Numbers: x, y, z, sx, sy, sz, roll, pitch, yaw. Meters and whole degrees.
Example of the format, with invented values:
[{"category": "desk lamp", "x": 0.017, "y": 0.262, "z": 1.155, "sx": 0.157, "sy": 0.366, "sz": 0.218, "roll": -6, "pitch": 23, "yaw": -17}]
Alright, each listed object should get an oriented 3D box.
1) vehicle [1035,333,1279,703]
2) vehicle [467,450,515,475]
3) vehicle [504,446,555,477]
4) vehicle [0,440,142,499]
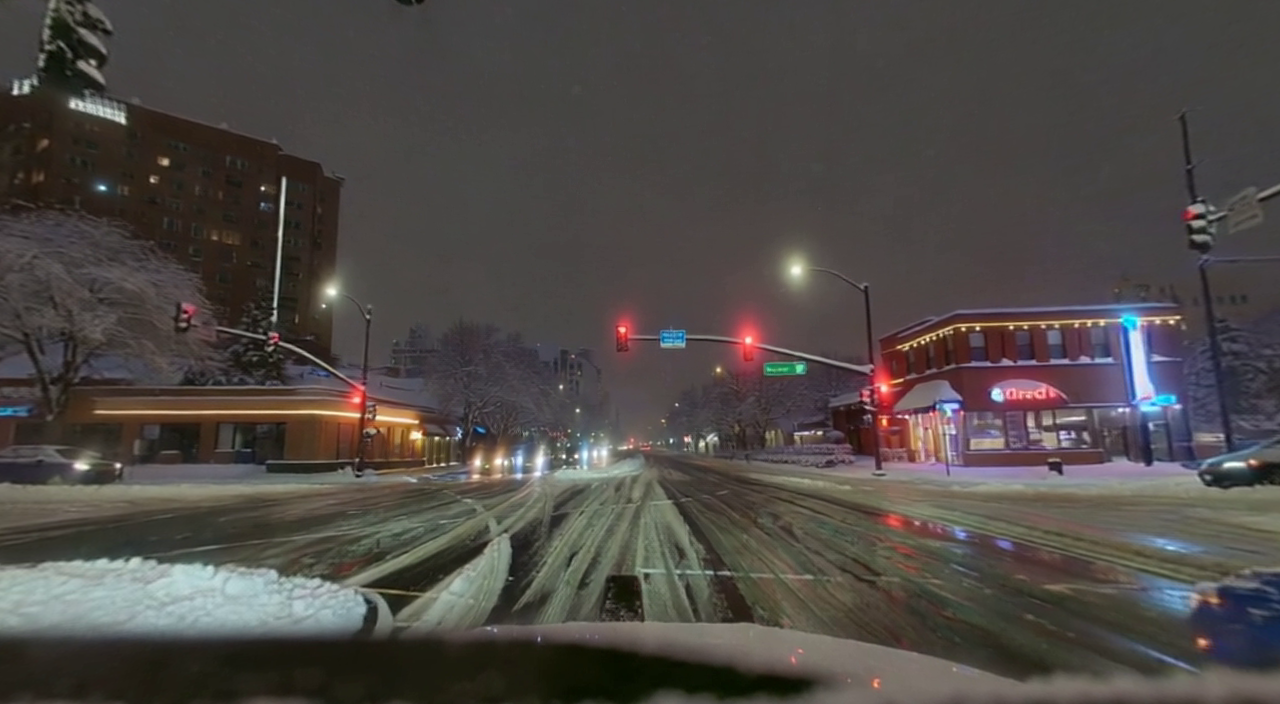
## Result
[{"category": "vehicle", "x": 3.208, "y": 0.646, "z": 1.250, "sx": 2.049, "sy": 1.691, "sz": 4.447, "roll": 0, "pitch": -9, "yaw": 2}, {"category": "vehicle", "x": -9.670, "y": 7.214, "z": 41.301, "sx": 2.106, "sy": 1.505, "sz": 4.228, "roll": 0, "pitch": -9, "yaw": 0}, {"category": "vehicle", "x": -6.622, "y": 6.607, "z": 38.374, "sx": 2.181, "sy": 1.703, "sz": 4.512, "roll": 0, "pitch": -9, "yaw": 2}, {"category": "vehicle", "x": -21.043, "y": 4.128, "z": 22.459, "sx": 5.161, "sy": 1.910, "sz": 2.275, "roll": -2, "pitch": -9, "yaw": 11}]
